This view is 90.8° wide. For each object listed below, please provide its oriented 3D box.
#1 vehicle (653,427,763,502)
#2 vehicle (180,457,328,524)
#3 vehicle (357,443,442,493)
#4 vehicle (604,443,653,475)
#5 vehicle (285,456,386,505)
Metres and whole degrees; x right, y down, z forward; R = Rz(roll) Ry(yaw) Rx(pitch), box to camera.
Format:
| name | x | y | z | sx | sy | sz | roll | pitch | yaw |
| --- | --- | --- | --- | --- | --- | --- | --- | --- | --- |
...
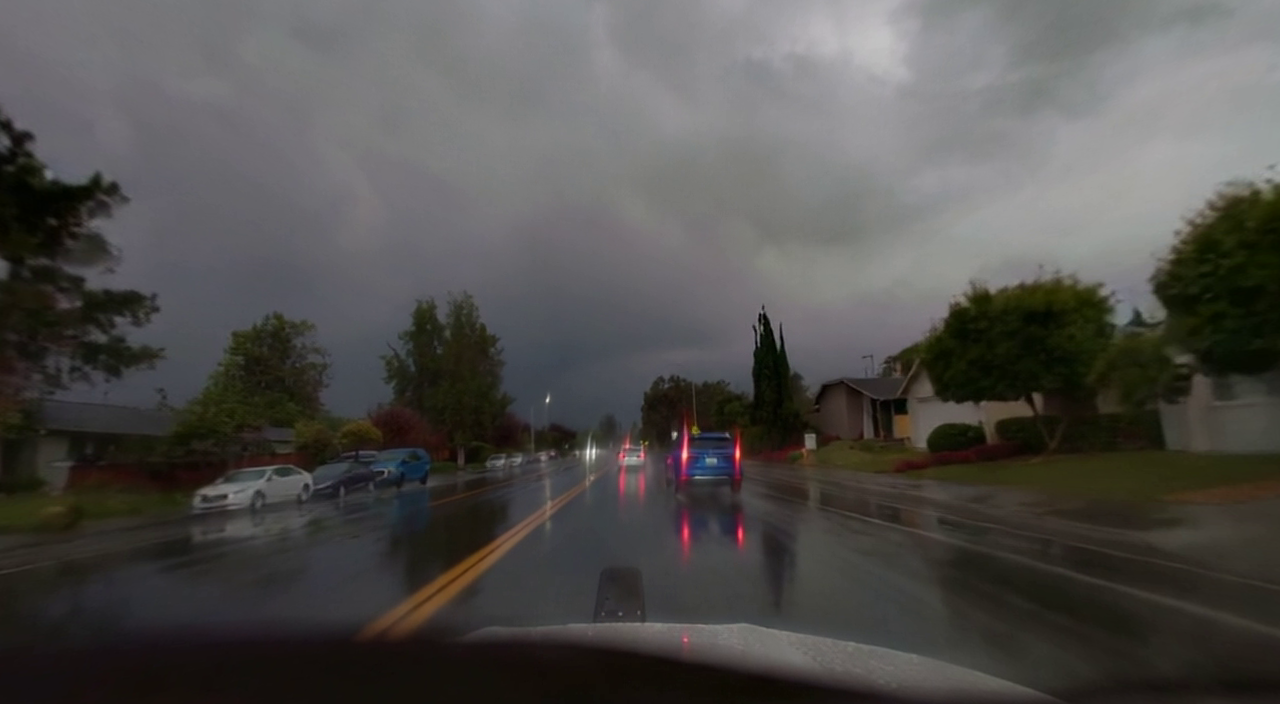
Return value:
| name | x | y | z | sx | sy | sz | roll | pitch | yaw |
| --- | --- | --- | --- | --- | --- | --- | --- | --- | --- |
| vehicle | 1.664 | 3.016 | 17.425 | 2.200 | 1.763 | 4.676 | 0 | -8 | -4 |
| vehicle | -12.249 | 4.368 | 20.456 | 2.044 | 1.534 | 4.554 | -6 | -8 | -3 |
| vehicle | -12.287 | 5.883 | 32.712 | 2.504 | 2.031 | 5.237 | -7 | -8 | -4 |
| vehicle | -0.555 | 5.201 | 30.940 | 2.196 | 1.449 | 4.006 | 0 | -8 | -1 |
| vehicle | -12.283 | 5.179 | 25.856 | 1.897 | 1.498 | 4.628 | -5 | -8 | -1 |
